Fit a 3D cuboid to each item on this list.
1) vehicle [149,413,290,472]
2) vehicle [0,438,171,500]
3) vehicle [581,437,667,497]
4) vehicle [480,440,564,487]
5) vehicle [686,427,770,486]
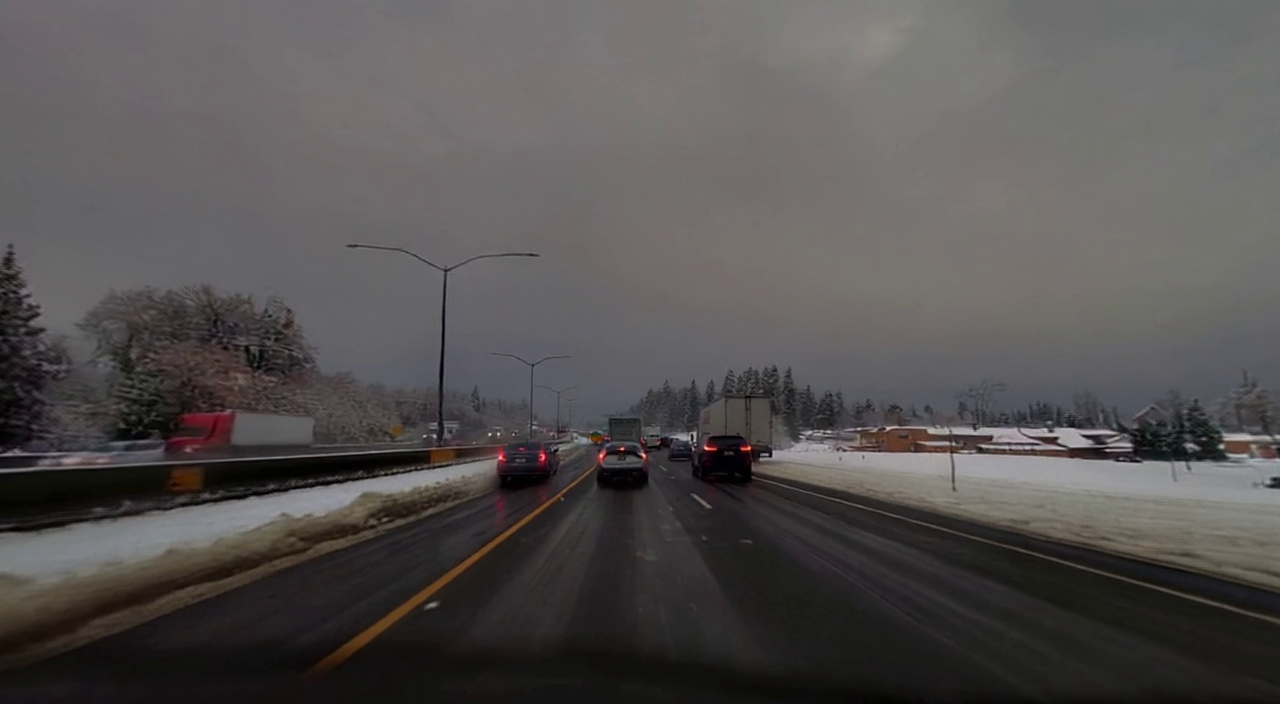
[{"bbox_3d":[-30.430,6.710,46.572,2.839,3.817,11.855,0,-8,-3],"label":"vehicle"},{"bbox_3d":[-19.021,3.954,21.809,2.038,1.886,4.746,0,-8,-4],"label":"vehicle"},{"bbox_3d":[-0.415,3.152,17.654,2.136,1.470,3.971,0,-8,0],"label":"vehicle"},{"bbox_3d":[-3.910,3.755,21.608,1.998,1.423,4.436,0,-8,0],"label":"vehicle"},{"bbox_3d":[2.951,3.642,22.238,2.173,1.870,4.499,0,-8,-2],"label":"vehicle"}]
